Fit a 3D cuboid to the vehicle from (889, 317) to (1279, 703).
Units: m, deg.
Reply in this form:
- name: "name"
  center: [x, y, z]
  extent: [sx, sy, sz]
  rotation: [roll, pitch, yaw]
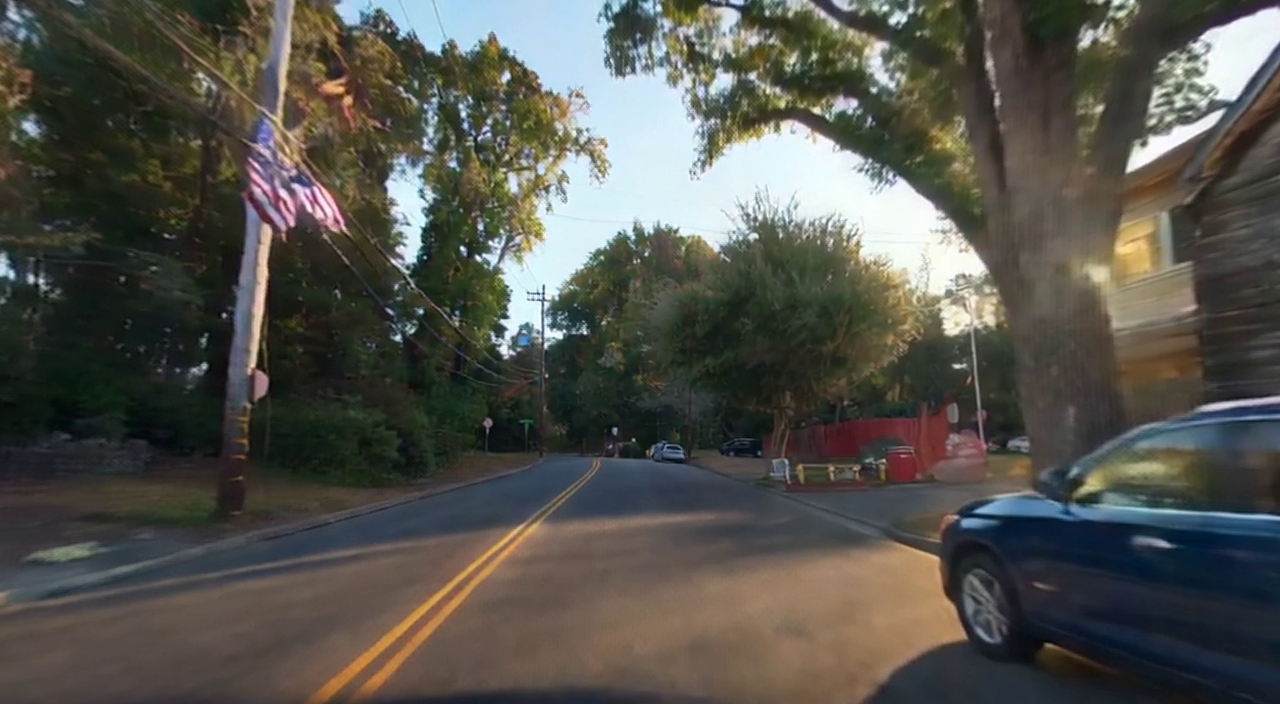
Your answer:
- name: "vehicle"
  center: [3.306, 0.888, 2.946]
  extent: [2.203, 1.787, 4.704]
  rotation: [0, -8, -2]
